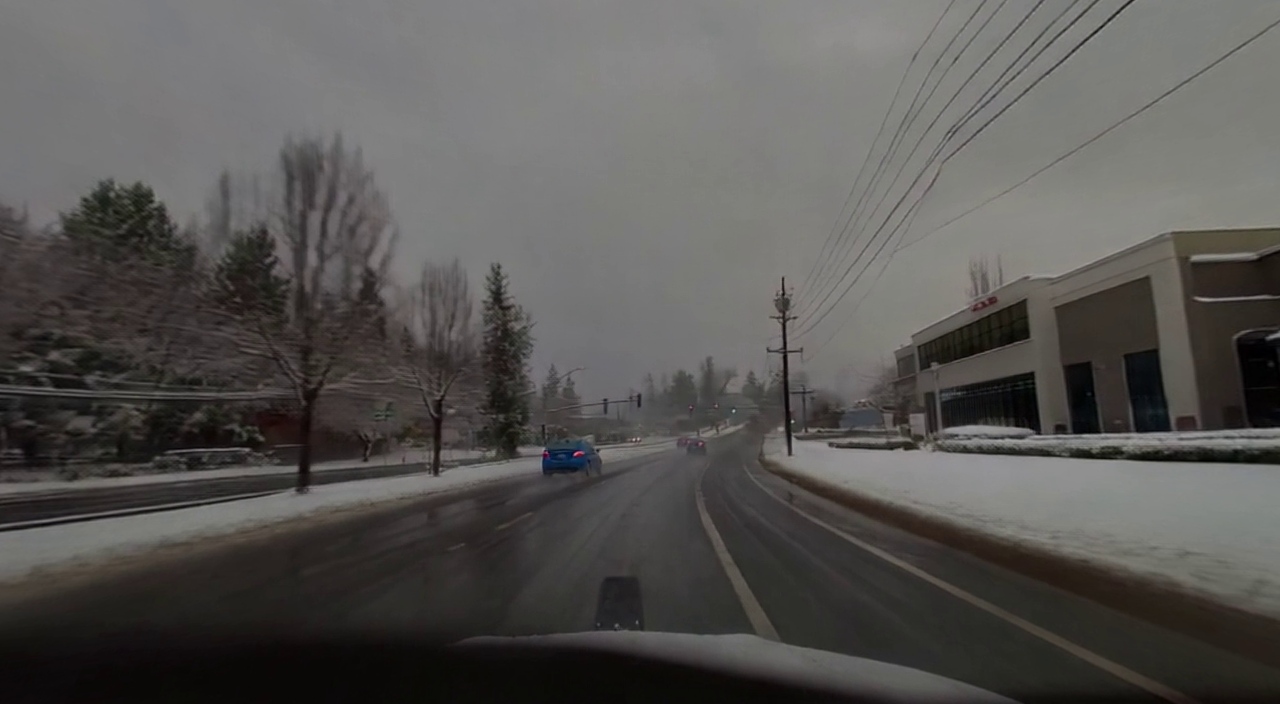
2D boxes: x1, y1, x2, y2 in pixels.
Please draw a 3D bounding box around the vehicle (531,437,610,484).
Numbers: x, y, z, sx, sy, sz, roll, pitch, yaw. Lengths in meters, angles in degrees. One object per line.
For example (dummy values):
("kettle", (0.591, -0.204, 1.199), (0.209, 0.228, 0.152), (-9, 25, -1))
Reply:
("vehicle", (-2.391, 3.890, 22.984), (1.928, 1.488, 4.635), (-1, -8, 6))
